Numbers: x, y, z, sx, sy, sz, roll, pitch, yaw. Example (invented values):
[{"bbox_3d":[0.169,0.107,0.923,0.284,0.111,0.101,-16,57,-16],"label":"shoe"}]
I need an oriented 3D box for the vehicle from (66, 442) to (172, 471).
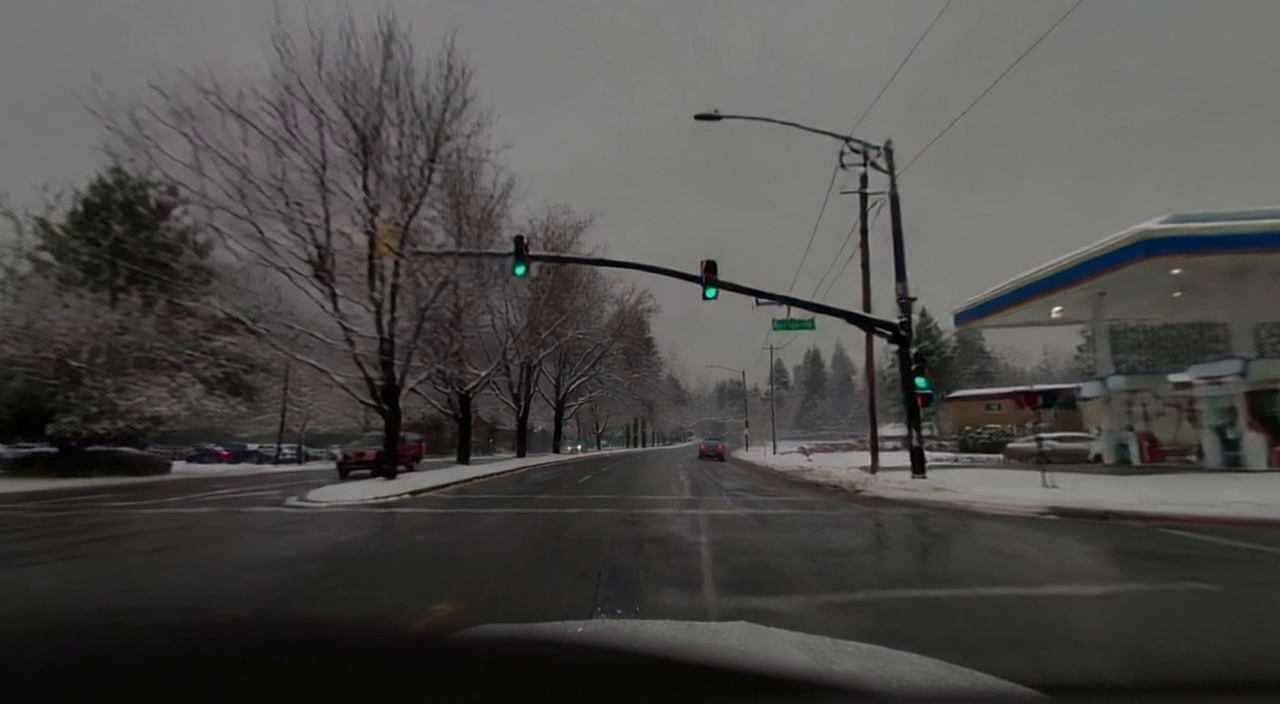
[{"bbox_3d":[-32.094,6.437,38.997,4.820,1.694,2.101,-1,-9,5],"label":"vehicle"}]

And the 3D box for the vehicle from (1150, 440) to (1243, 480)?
[{"bbox_3d":[22.048,4.222,24.977,4.329,1.461,1.873,6,-11,-38],"label":"vehicle"}]

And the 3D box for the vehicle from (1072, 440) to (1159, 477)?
[{"bbox_3d":[20.235,4.595,26.811,4.553,1.371,2.019,11,-17,-42],"label":"vehicle"}]

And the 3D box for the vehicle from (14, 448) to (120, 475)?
[{"bbox_3d":[-32.542,6.218,35.943,4.233,1.434,1.961,-1,-9,4],"label":"vehicle"}]

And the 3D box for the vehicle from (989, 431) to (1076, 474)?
[{"bbox_3d":[17.908,4.566,28.731,4.601,1.766,2.015,7,-13,-42],"label":"vehicle"}]

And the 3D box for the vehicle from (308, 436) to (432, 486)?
[{"bbox_3d":[-9.004,3.674,21.592,2.023,1.498,4.605,-1,-9,3],"label":"vehicle"}]

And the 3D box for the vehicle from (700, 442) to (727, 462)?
[{"bbox_3d":[5.724,7.869,49.657,1.908,1.492,3.977,-1,-9,3],"label":"vehicle"}]

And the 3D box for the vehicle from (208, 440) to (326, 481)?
[{"bbox_3d":[-15.475,4.539,26.612,1.989,1.509,4.881,-1,-9,0],"label":"vehicle"}]
